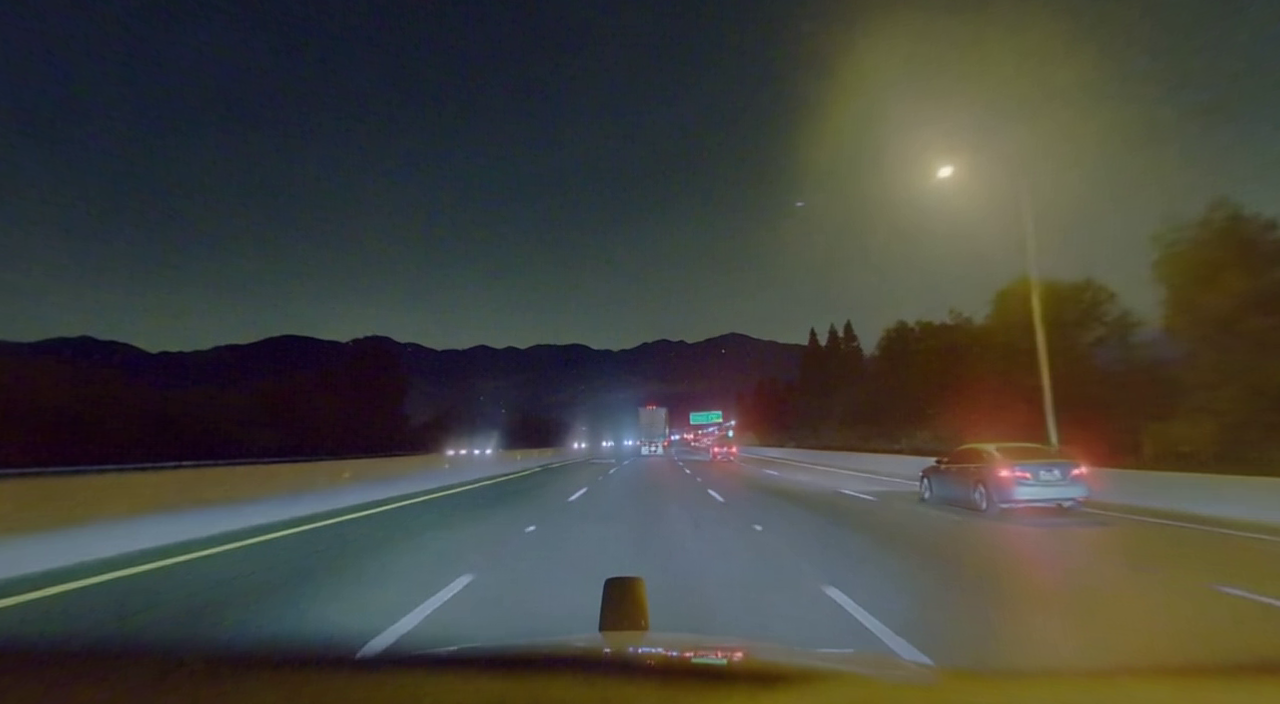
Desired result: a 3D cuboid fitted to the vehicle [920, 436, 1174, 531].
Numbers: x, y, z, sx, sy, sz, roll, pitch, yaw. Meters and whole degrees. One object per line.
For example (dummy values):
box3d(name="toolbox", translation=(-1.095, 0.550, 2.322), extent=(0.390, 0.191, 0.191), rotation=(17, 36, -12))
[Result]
box3d(name="vehicle", translation=(7.237, 2.347, 11.881), extent=(1.982, 1.440, 4.171), rotation=(0, -8, 0))

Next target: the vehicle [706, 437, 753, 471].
box3d(name="vehicle", translation=(4.565, 5.272, 32.744), extent=(1.880, 1.624, 3.941), rotation=(0, -8, 0))
